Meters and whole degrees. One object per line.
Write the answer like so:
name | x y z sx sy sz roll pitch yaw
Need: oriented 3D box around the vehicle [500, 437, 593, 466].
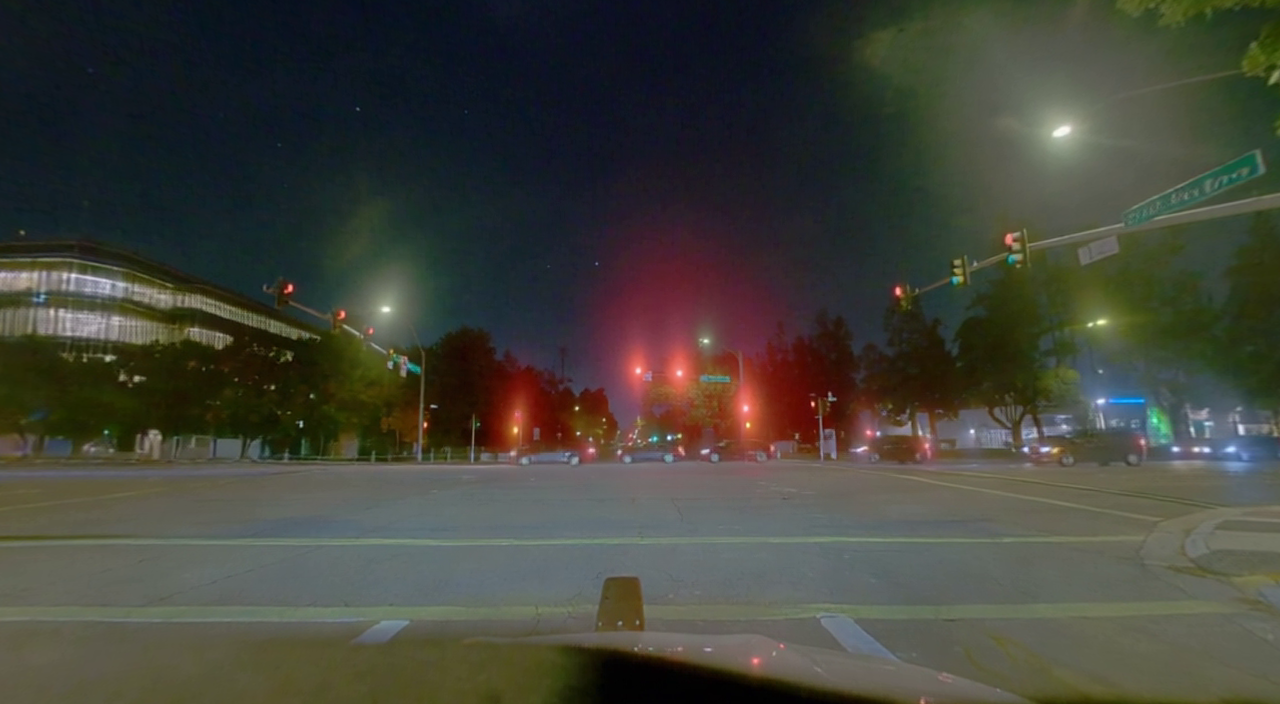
vehicle | -4.844 5.212 33.209 4.629 1.423 1.833 0 -9 1

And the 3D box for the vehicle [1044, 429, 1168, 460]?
vehicle | 29.373 5.848 39.942 6.133 1.833 2.155 0 -9 -2

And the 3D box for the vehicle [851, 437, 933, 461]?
vehicle | 15.935 6.155 40.105 4.443 1.472 1.794 0 -9 1

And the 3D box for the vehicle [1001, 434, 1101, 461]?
vehicle | 23.769 5.529 36.641 4.519 1.476 1.767 0 -9 1

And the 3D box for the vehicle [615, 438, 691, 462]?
vehicle | 0.805 6.227 40.187 4.759 1.445 1.865 0 -9 0

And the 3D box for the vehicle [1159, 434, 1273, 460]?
vehicle | 33.393 5.518 36.727 4.724 1.452 1.870 0 -9 0

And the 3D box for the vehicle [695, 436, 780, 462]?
vehicle | 5.652 5.675 36.875 4.631 1.435 1.715 0 -9 -1
